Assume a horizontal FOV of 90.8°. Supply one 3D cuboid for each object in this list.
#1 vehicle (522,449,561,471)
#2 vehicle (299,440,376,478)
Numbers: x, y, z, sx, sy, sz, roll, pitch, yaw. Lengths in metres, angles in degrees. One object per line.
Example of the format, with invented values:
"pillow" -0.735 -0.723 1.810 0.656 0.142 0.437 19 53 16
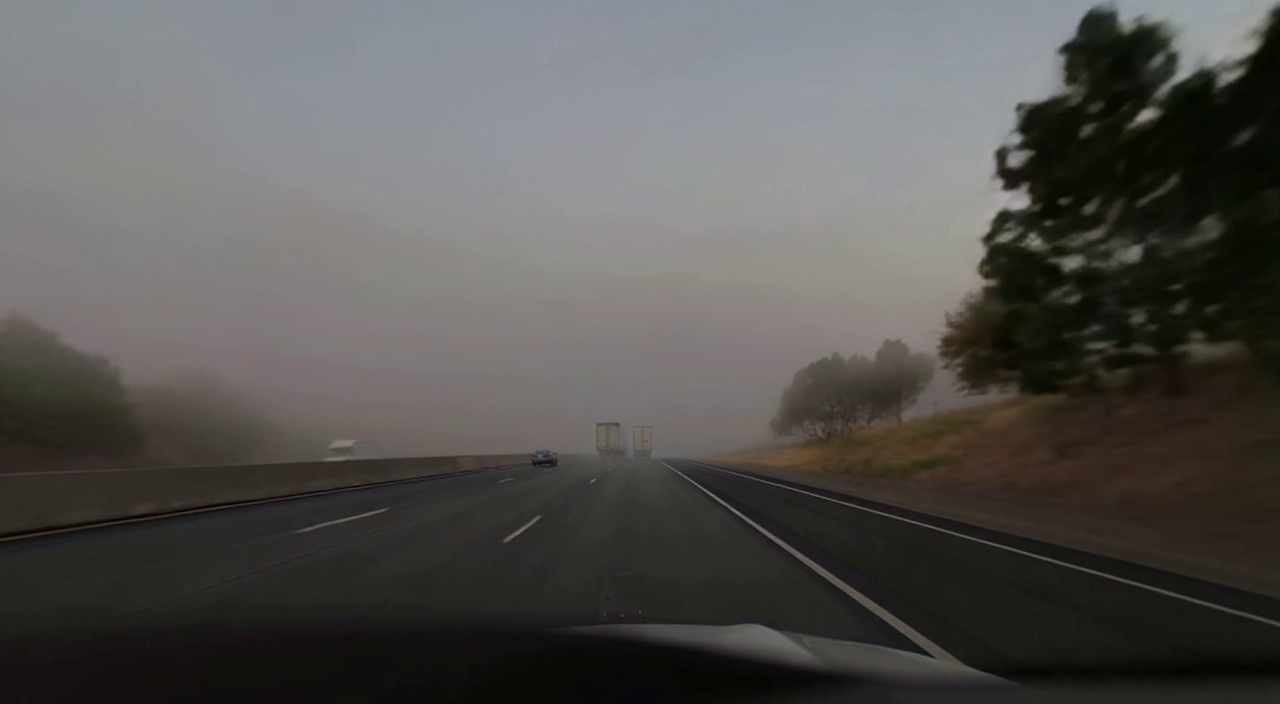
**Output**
"vehicle" -7.077 7.795 45.808 2.036 1.474 5.011 0 -9 1
"vehicle" -19.781 7.017 41.582 2.404 2.285 5.332 0 -9 0
